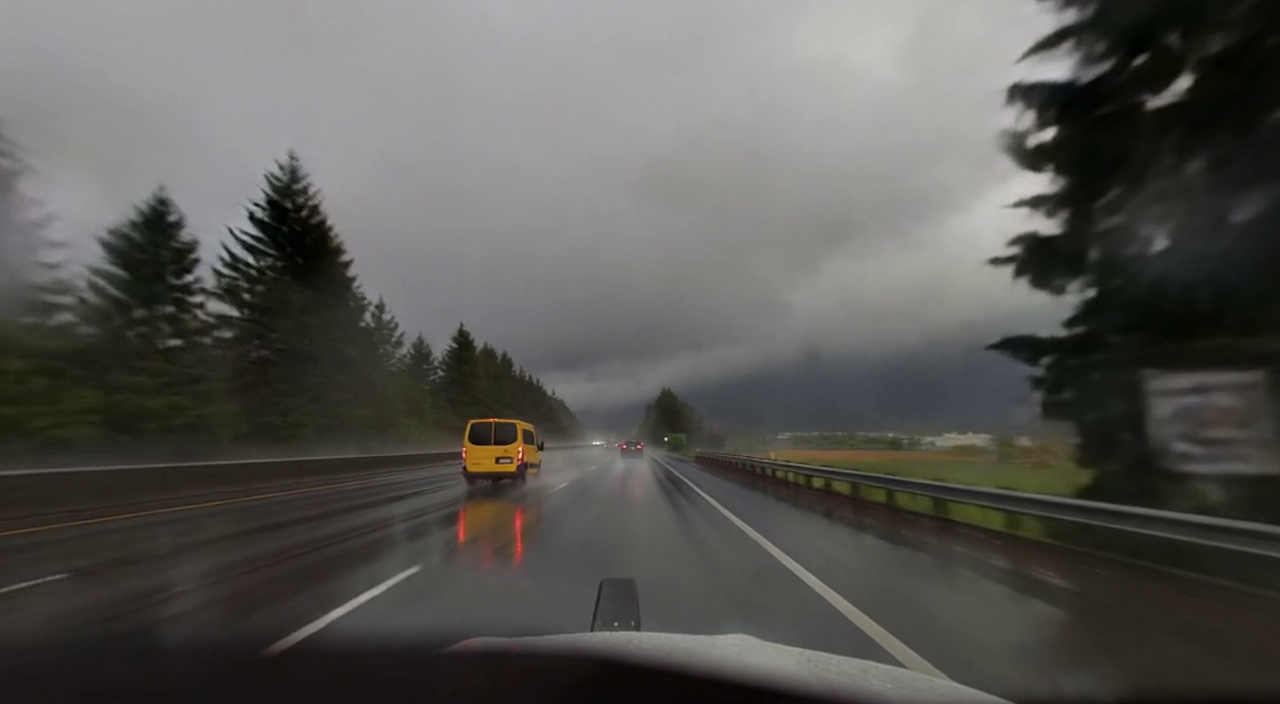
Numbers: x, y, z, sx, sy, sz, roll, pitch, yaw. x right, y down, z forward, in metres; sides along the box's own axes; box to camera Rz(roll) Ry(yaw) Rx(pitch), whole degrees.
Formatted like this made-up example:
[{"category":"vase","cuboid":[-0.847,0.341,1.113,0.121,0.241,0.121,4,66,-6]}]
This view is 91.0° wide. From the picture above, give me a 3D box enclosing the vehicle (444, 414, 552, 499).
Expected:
[{"category":"vehicle","cuboid":[-3.782,2.896,17.750,1.976,2.029,4.737,-1,-8,0]}]
